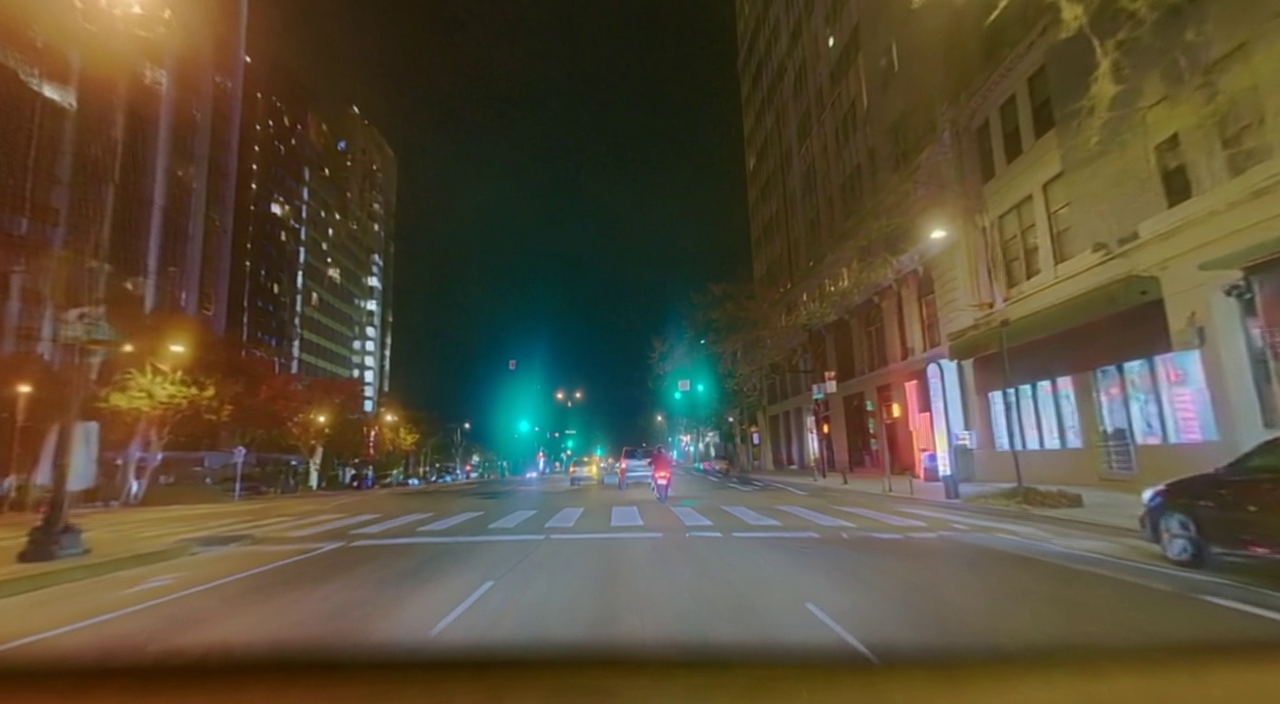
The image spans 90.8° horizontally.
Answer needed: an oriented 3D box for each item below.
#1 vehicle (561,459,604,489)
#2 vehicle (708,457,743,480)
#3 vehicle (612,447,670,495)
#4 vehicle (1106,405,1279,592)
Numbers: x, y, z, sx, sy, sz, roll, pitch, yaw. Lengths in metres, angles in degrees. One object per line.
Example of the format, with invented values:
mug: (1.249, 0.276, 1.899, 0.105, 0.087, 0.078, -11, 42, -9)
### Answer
vehicle: (-3.143, 6.747, 35.296, 2.014, 1.470, 4.552, 0, -9, -1)
vehicle: (6.688, 9.121, 49.652, 2.069, 1.590, 4.066, 0, -9, -1)
vehicle: (-0.040, 4.905, 26.464, 2.223, 1.775, 4.250, 0, -9, -2)
vehicle: (7.161, 1.331, 5.642, 2.018, 1.772, 4.968, 0, -9, -2)
